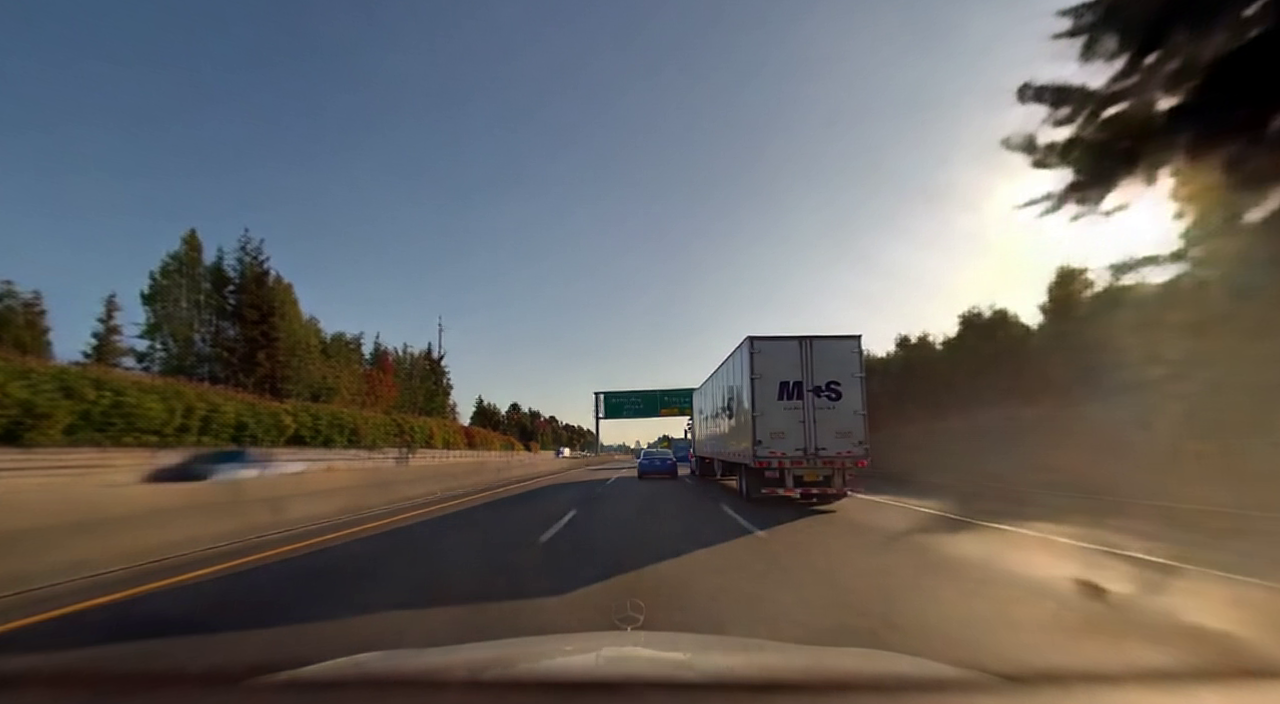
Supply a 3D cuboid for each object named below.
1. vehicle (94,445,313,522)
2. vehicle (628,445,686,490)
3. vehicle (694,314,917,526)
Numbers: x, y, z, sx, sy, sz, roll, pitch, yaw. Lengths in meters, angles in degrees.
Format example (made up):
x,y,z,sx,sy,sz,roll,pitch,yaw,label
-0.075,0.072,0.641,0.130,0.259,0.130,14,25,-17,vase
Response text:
x,y,z,sx,sy,sz,roll,pitch,yaw,label
-9.689,2.911,14.531,1.912,1.502,4.283,0,-9,1,vehicle
0.605,4.519,25.027,2.121,1.642,3.828,0,-9,-1,vehicle
3.758,2.338,19.283,3.002,4.104,14.174,0,-9,0,vehicle
